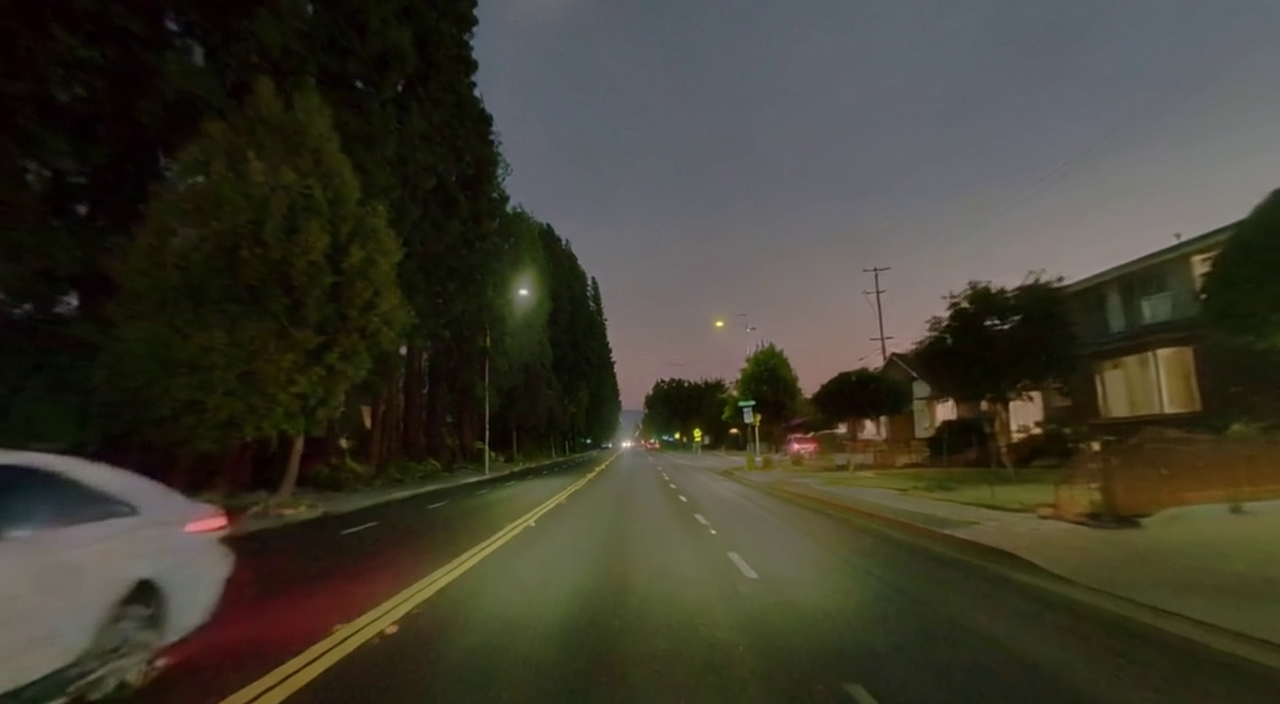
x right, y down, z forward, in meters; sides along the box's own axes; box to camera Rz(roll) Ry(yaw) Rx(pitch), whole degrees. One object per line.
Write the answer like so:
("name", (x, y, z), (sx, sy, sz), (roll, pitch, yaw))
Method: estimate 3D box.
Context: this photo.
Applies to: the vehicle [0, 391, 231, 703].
("vehicle", (-3.844, 0.893, 1.957), (2.208, 1.663, 4.326), (0, -9, 0))
